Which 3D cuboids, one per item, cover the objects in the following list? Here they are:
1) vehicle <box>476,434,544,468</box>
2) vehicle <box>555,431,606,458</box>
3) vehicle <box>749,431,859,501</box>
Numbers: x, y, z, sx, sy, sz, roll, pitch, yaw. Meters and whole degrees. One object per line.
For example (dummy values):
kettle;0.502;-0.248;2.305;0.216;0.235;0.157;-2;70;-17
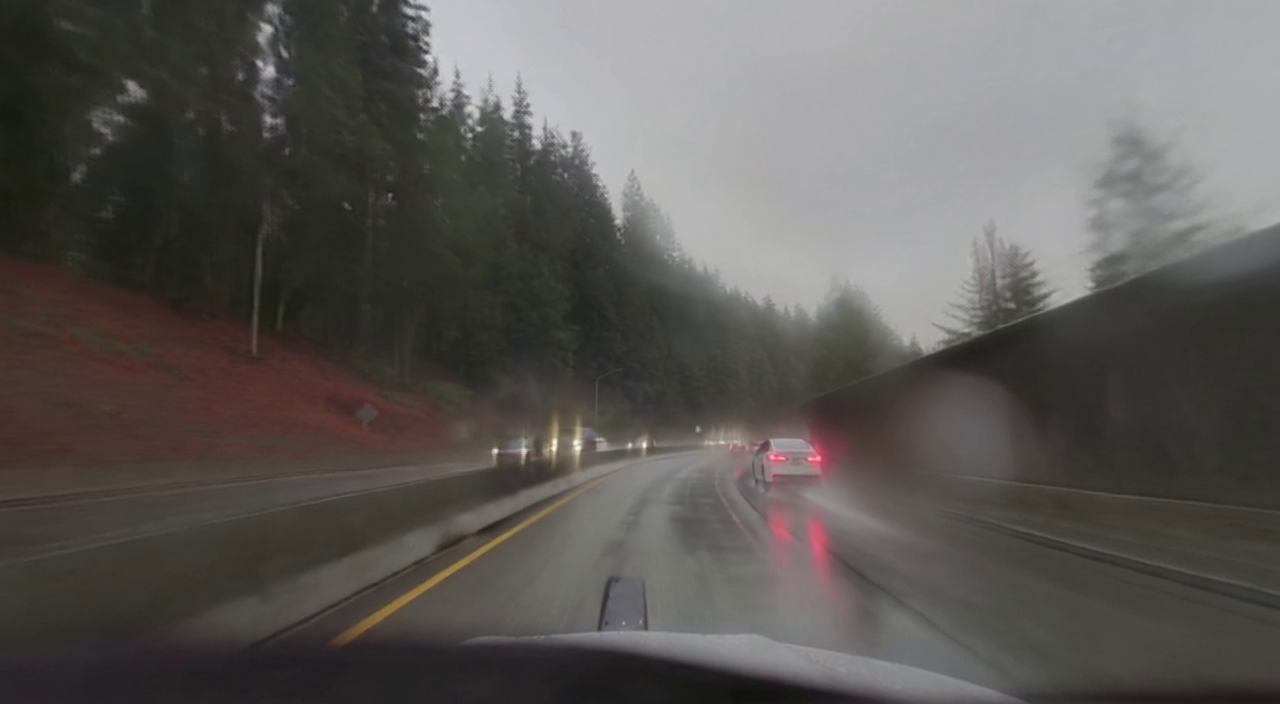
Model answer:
vehicle;-6.143;4.738;30.320;1.814;1.508;4.342;-1;-8;8
vehicle;-4.054;6.415;43.670;2.222;1.768;4.699;-1;-9;11
vehicle;4.421;3.137;17.796;2.112;1.708;4.380;0;-8;3
